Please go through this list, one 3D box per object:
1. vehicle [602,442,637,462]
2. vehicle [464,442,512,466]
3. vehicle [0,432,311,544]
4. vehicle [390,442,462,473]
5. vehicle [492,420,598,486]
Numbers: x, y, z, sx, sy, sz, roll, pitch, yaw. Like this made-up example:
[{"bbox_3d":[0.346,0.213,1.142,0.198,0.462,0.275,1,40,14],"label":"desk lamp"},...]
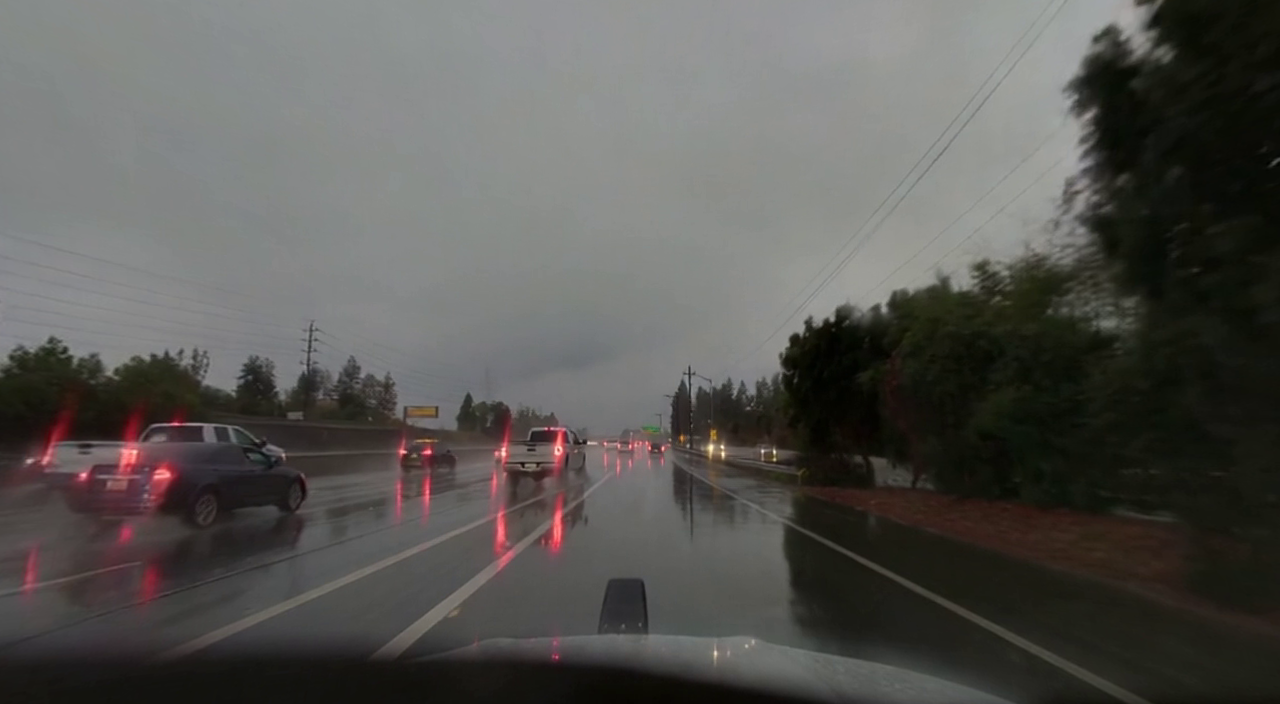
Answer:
[{"bbox_3d":[-1.522,7.658,48.171,2.013,1.444,4.447,-1,-8,7],"label":"vehicle"},{"bbox_3d":[-10.210,6.857,42.438,1.915,1.472,4.502,-1,-8,3],"label":"vehicle"},{"bbox_3d":[-7.845,2.149,10.651,1.964,1.481,4.425,-1,-8,2],"label":"vehicle"},{"bbox_3d":[-10.699,5.273,31.721,1.884,1.453,4.579,0,-8,2],"label":"vehicle"},{"bbox_3d":[-3.304,3.751,23.649,2.815,2.092,6.526,0,-8,2],"label":"vehicle"}]
